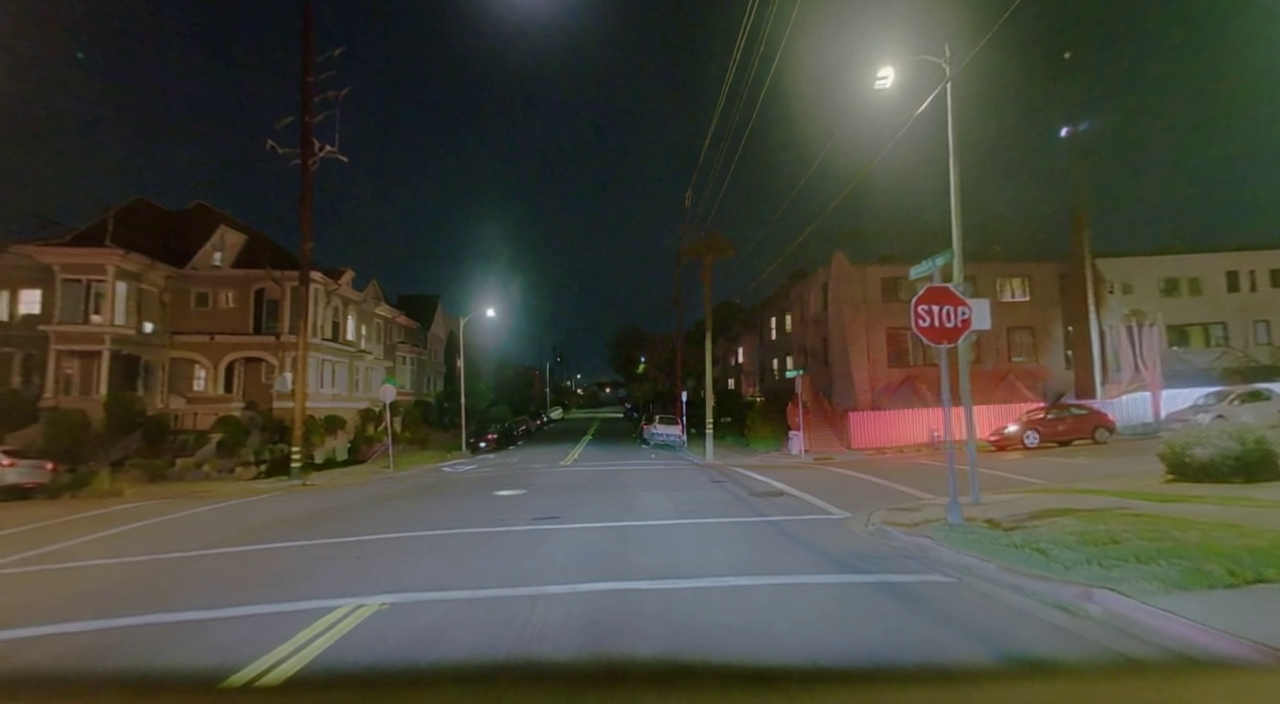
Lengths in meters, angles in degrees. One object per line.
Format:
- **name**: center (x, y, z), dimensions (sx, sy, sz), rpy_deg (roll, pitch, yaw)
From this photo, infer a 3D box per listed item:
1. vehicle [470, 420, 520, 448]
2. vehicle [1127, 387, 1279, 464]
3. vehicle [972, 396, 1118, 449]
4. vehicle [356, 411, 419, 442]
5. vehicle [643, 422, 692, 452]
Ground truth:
- **vehicle**: center (-8.668, 4.984, 38.211), dimensions (2.065, 1.553, 4.636), rpy_deg (0, -8, -2)
- **vehicle**: center (15.519, 1.939, 16.383), dimensions (4.389, 1.818, 2.062), rpy_deg (2, -9, -12)
- **vehicle**: center (16.994, 3.023, 26.615), dimensions (4.985, 2.088, 2.141), rpy_deg (2, -9, -13)
- **vehicle**: center (-14.693, 4.441, 37.030), dimensions (1.992, 1.678, 4.658), rpy_deg (0, -8, -4)
- **vehicle**: center (1.422, 4.609, 34.116), dimensions (2.120, 1.487, 4.360), rpy_deg (1, -8, -4)
